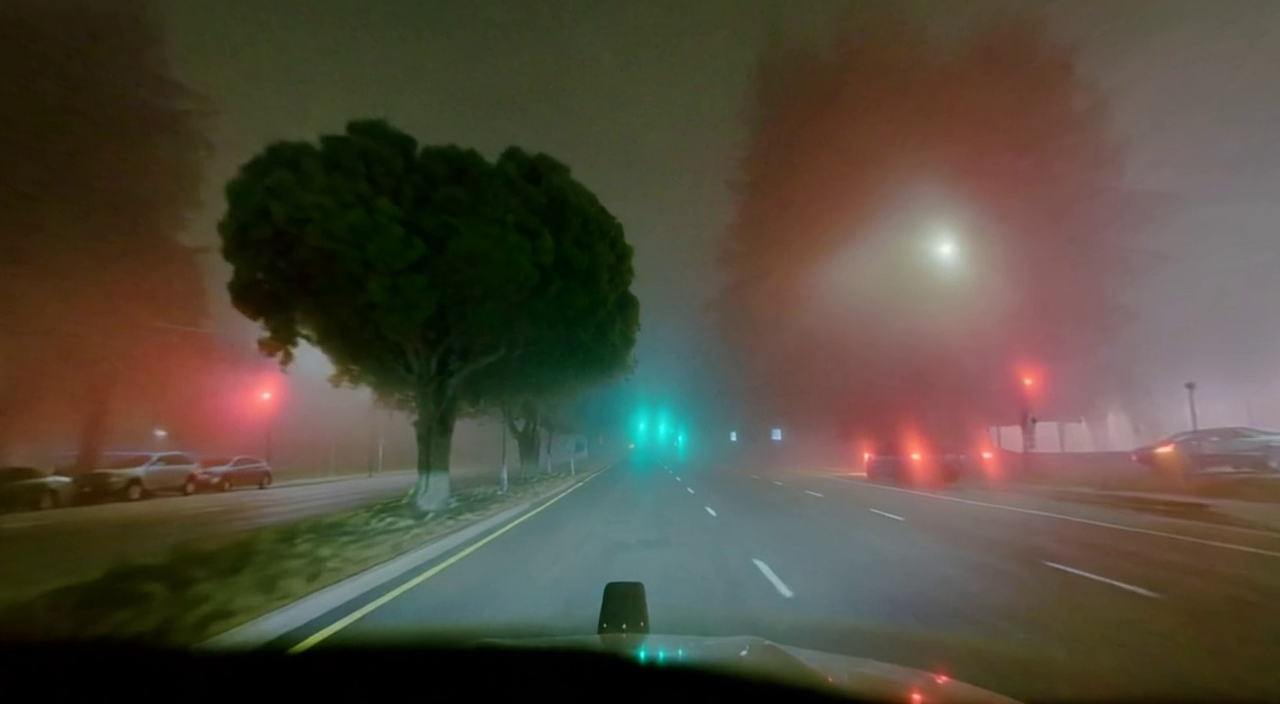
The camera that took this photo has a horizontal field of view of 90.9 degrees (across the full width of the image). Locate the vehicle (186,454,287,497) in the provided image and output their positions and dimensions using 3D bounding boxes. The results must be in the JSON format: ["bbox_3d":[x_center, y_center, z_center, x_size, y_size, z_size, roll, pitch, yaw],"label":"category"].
[{"bbox_3d":[-18.106,5.524,28.518,1.808,1.488,4.202,-2,-6,0],"label":"vehicle"}]

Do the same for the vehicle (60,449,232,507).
[{"bbox_3d":[-17.868,4.525,23.265,1.941,1.848,5.279,0,-8,2],"label":"vehicle"}]

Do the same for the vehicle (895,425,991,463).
[{"bbox_3d":[21.875,6.695,45.768,5.506,2.643,2.681,0,-8,3],"label":"vehicle"}]

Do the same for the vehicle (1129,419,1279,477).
[{"bbox_3d":[22.113,3.589,23.673,5.532,2.065,2.166,0,-8,1],"label":"vehicle"}]
